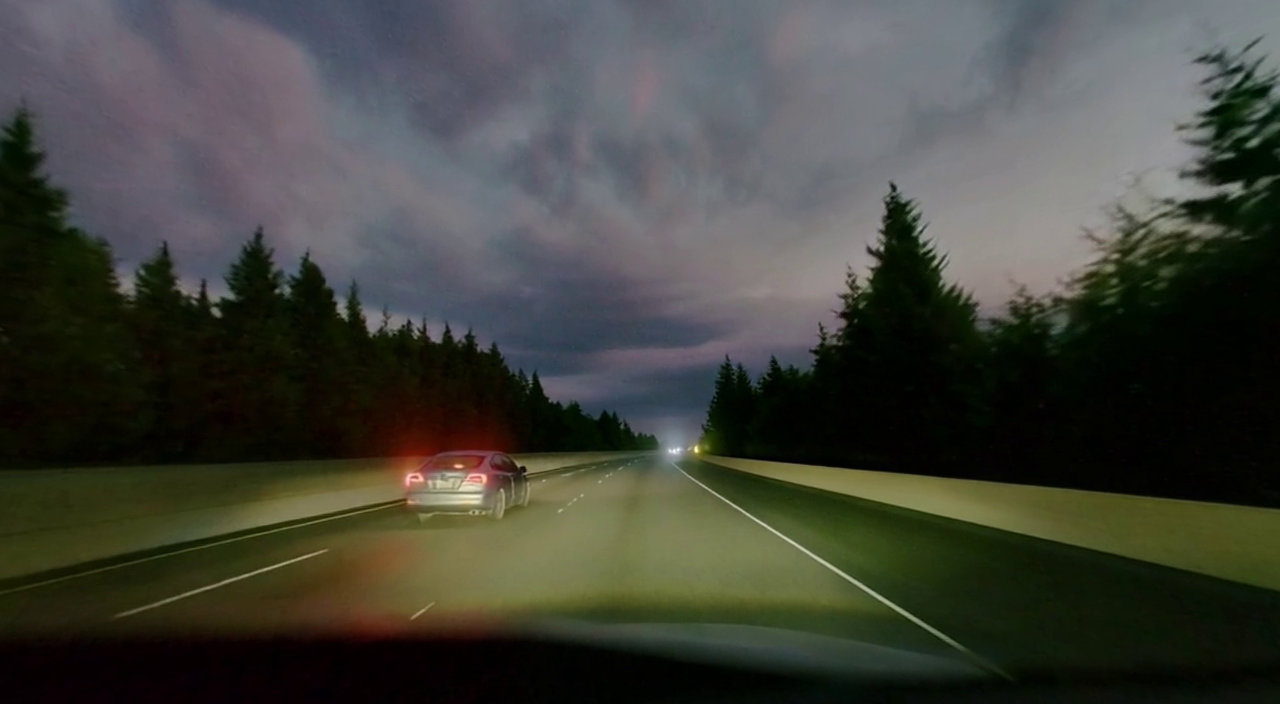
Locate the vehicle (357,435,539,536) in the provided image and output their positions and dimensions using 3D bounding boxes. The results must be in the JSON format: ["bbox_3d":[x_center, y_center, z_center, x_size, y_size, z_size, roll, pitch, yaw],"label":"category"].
[{"bbox_3d":[-3.197,2.312,11.496,1.934,1.486,4.115,0,-9,1],"label":"vehicle"}]
